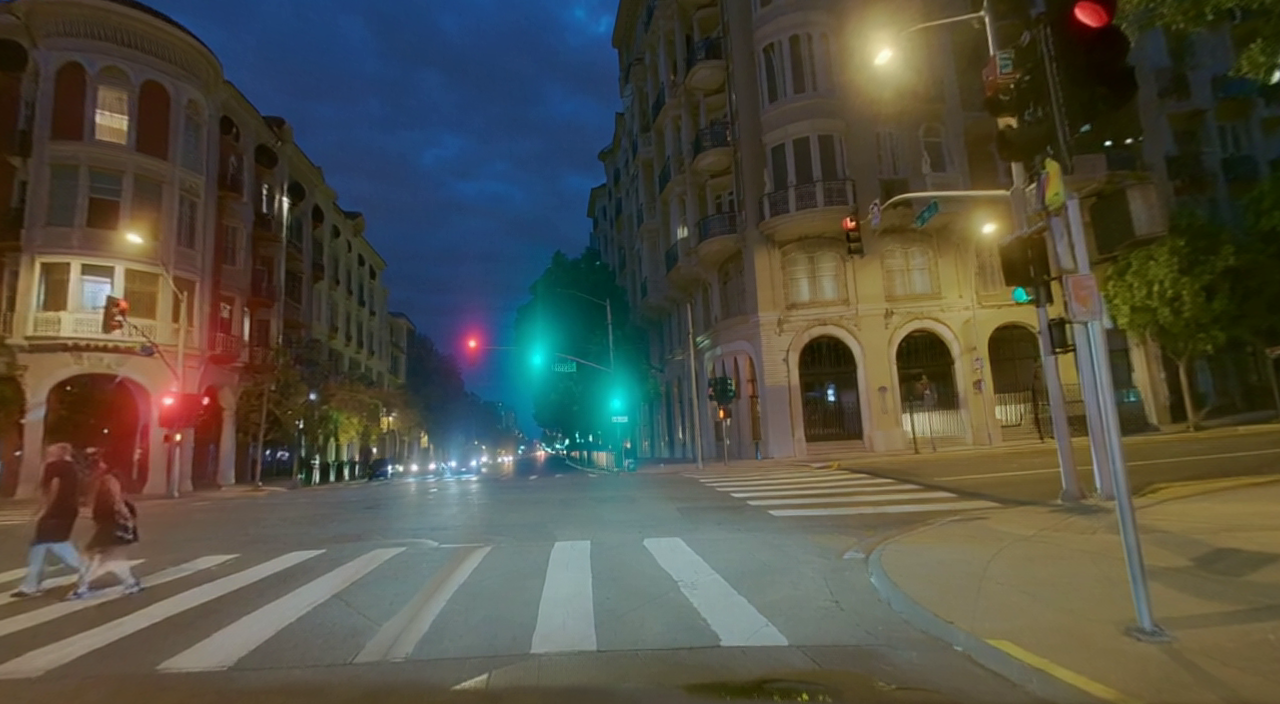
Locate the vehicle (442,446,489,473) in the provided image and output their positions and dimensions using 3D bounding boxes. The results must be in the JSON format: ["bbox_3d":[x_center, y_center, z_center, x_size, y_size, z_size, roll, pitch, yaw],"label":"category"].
[{"bbox_3d":[-10.460,6.470,38.173,2.196,1.503,4.371,1,-8,-8],"label":"vehicle"}]
